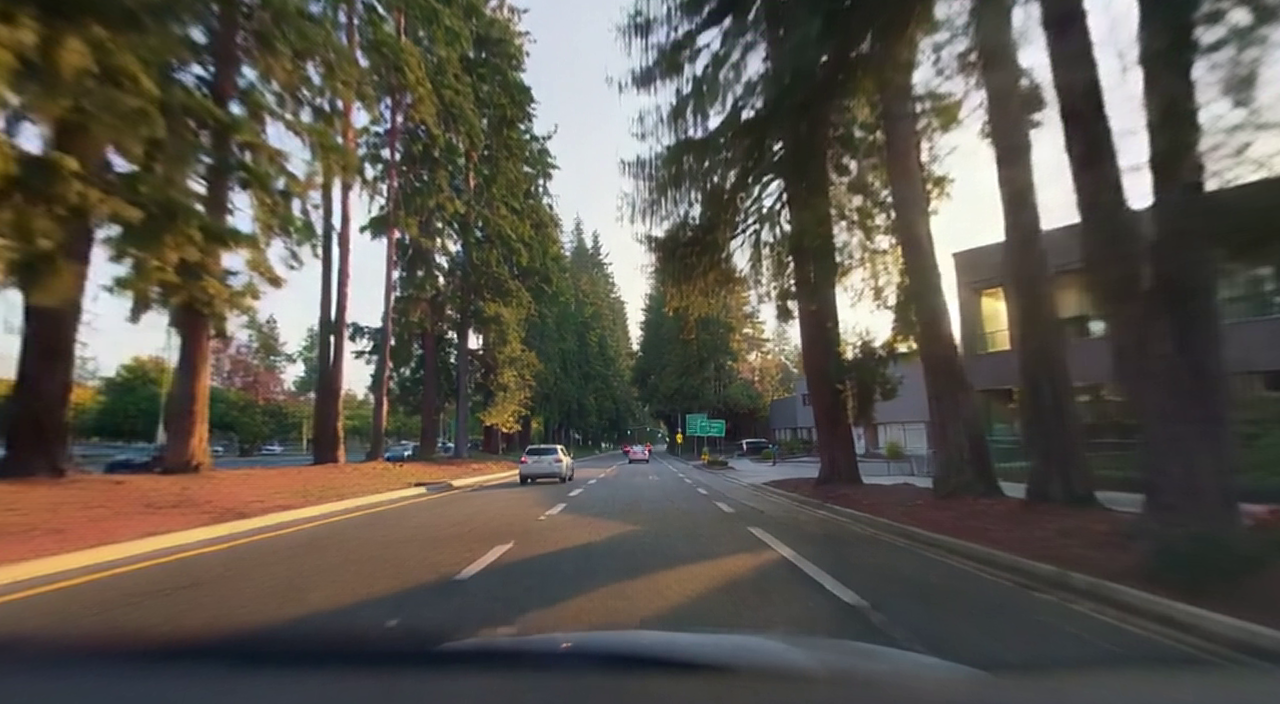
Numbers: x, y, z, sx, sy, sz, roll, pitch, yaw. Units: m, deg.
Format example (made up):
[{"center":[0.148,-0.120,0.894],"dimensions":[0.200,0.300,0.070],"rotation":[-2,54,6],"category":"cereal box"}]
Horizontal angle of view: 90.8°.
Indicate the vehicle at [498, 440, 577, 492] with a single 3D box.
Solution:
[{"center":[-3.352,3.835,21.583],"dimensions":[1.942,1.588,4.172],"rotation":[0,-9,1],"category":"vehicle"}]
